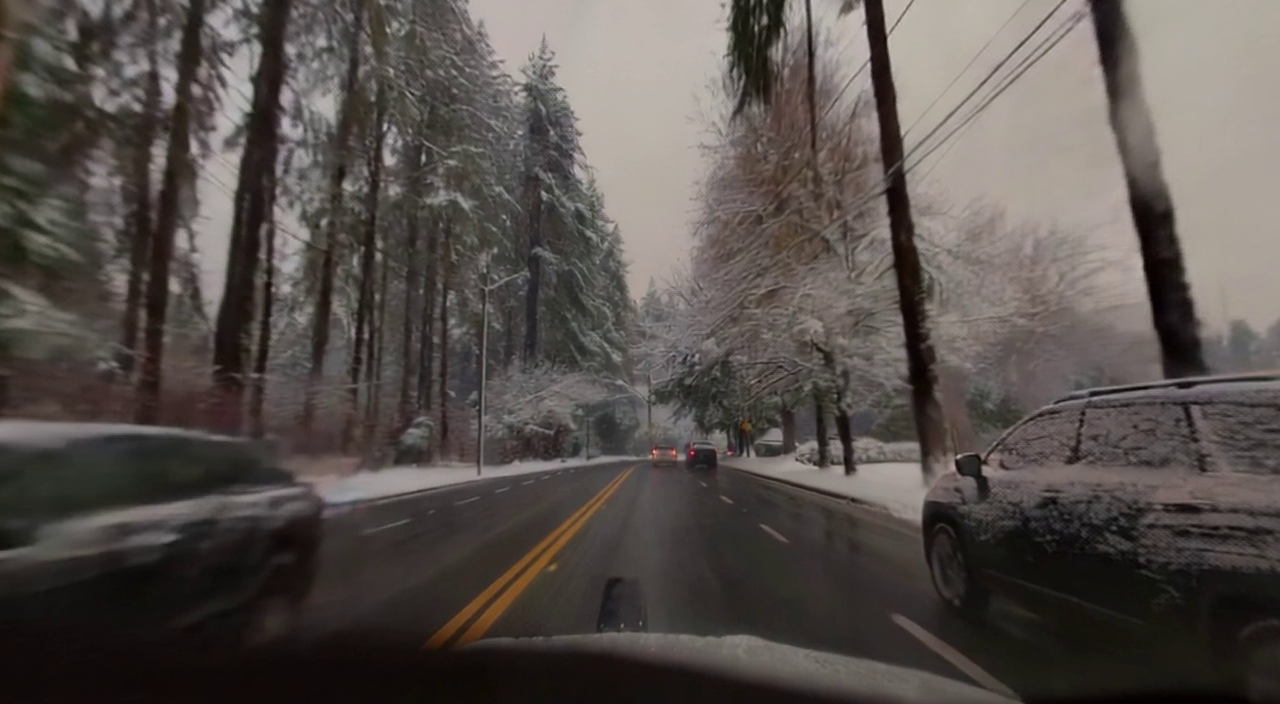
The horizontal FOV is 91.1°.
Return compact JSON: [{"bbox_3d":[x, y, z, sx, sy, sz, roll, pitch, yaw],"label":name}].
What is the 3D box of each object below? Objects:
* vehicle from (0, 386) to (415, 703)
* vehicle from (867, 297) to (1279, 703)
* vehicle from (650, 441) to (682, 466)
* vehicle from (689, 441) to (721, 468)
[{"bbox_3d":[-3.052,1.044,2.983,2.151,1.540,4.673,0,-9,1],"label":"vehicle"},{"bbox_3d":[3.351,0.954,3.497,2.219,1.881,5.104,0,-9,0],"label":"vehicle"},{"bbox_3d":[2.120,8.067,49.897,2.158,1.852,4.485,-1,-9,7],"label":"vehicle"},{"bbox_3d":[4.489,7.156,43.949,2.069,1.791,4.422,-1,-9,3],"label":"vehicle"}]
